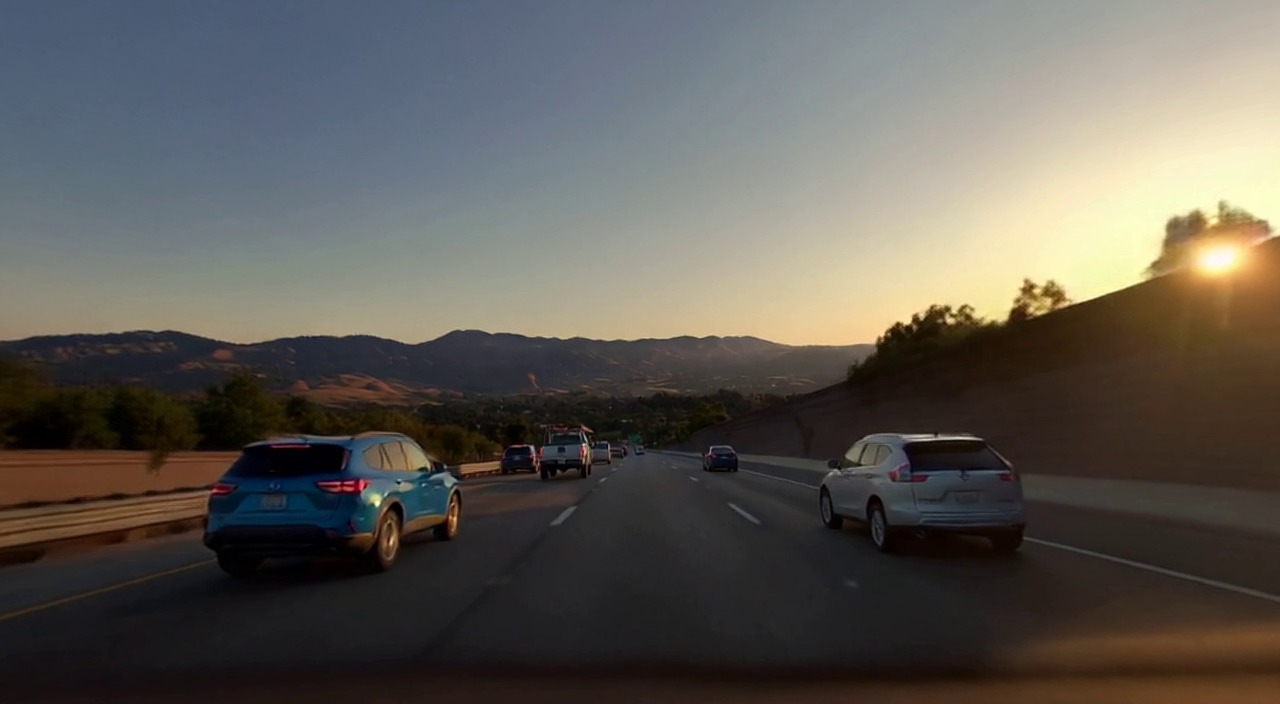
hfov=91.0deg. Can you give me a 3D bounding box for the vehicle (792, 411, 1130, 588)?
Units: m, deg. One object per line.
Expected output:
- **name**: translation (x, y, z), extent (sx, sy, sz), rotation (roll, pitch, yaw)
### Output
- **vehicle**: translation (3.681, 1.772, 8.475), extent (2.066, 1.696, 4.604), rotation (0, -8, -1)

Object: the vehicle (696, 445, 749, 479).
- **vehicle**: translation (4.139, 5.605, 32.422), extent (2.071, 1.570, 4.637), rotation (0, -8, -1)

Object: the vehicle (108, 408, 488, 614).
- **vehicle**: translation (-3.401, 1.655, 7.476), extent (2.080, 1.716, 4.207), rotation (0, -8, 1)

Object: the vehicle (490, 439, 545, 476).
- **vehicle**: translation (-6.958, 6.033, 36.342), extent (2.149, 1.922, 4.976), rotation (0, -8, 0)

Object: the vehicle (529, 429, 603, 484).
- **vehicle**: translation (-3.048, 4.477, 27.256), extent (2.494, 2.136, 5.539), rotation (0, -8, 0)
